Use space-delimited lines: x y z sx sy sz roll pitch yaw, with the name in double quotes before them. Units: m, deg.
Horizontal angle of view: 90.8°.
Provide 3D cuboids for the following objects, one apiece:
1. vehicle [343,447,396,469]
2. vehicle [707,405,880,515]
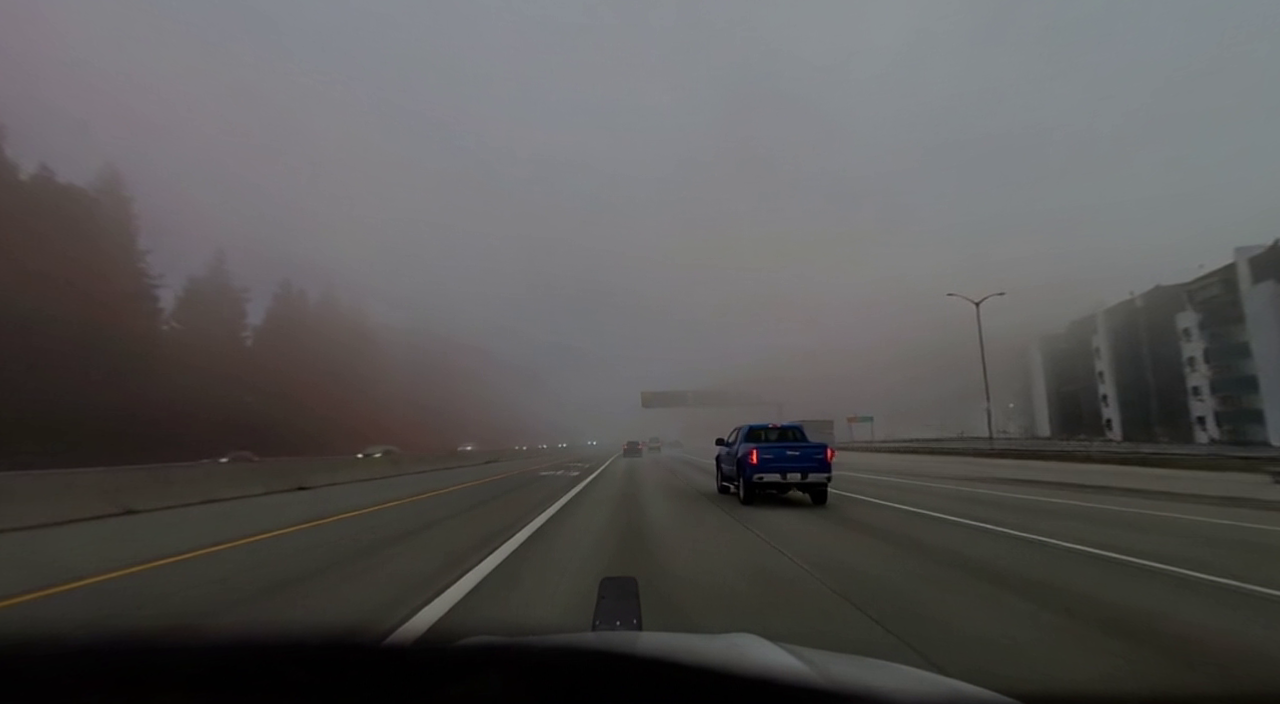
"vehicle" -19.731 7.744 46.329 1.853 1.477 4.546 -1 -9 0
"vehicle" 3.073 2.334 13.980 2.462 1.984 4.718 0 -9 -2
